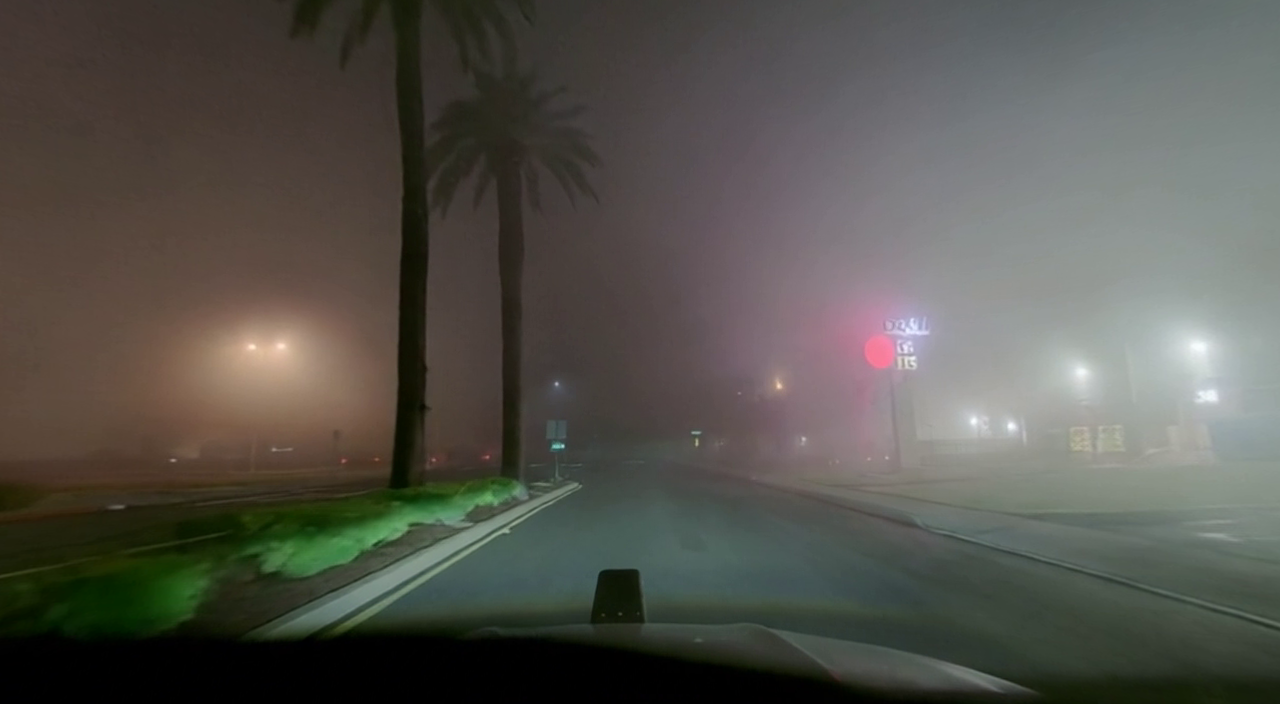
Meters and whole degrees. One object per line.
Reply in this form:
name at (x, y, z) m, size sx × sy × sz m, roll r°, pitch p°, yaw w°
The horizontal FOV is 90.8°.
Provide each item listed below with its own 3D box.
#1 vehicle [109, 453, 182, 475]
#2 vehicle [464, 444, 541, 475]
vehicle at (-36.776, 8.312, 47.168) m, size 1.919 × 1.502 × 4.695 m, roll 1°, pitch -9°, yaw -4°
vehicle at (-8.799, 6.839, 40.350) m, size 4.651 × 1.863 × 2.174 m, roll -6°, pitch -11°, yaw 34°
